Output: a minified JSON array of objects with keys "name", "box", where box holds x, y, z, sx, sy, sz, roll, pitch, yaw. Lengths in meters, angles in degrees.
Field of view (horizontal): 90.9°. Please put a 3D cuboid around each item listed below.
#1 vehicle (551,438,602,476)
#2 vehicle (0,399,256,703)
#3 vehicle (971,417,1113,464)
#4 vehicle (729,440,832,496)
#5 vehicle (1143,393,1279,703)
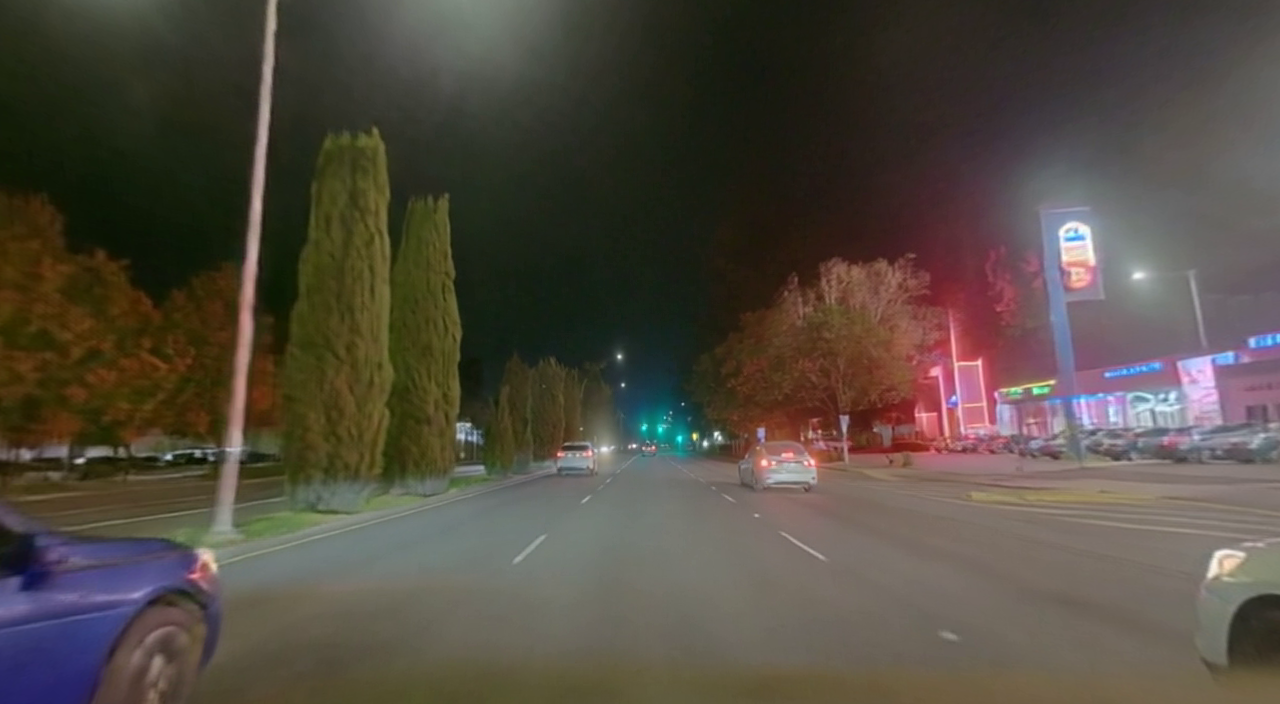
[{"name":"vehicle","box":[-3.040,5.148,31.236,1.981,1.731,4.360,0,-8,1]},{"name":"vehicle","box":[-3.043,0.702,0.729,2.082,1.460,4.922,0,-8,0]},{"name":"vehicle","box":[20.608,4.619,32.966,2.705,2.011,7.332,-3,-8,1]},{"name":"vehicle","box":[4.125,3.494,19.425,2.036,1.480,4.659,0,-8,-1]},{"name":"vehicle","box":[3.468,0.649,0.668,1.976,1.491,4.714,0,-8,0]}]
